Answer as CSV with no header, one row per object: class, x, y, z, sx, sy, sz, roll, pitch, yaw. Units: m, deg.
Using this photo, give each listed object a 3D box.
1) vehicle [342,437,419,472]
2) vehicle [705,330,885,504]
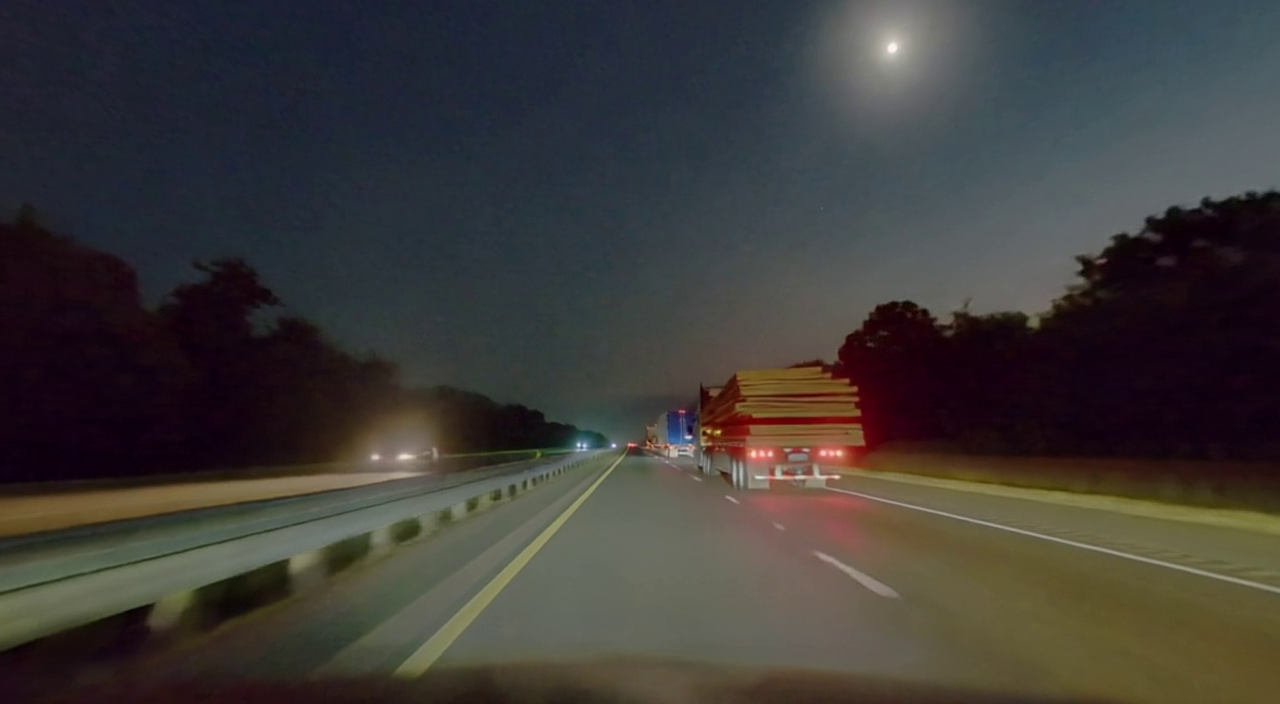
vehicle,-11.973,4.747,29.276,1.852,1.497,3.992,0,-8,1
vehicle,4.330,2.446,21.634,3.024,4.065,13.796,-1,-8,2
